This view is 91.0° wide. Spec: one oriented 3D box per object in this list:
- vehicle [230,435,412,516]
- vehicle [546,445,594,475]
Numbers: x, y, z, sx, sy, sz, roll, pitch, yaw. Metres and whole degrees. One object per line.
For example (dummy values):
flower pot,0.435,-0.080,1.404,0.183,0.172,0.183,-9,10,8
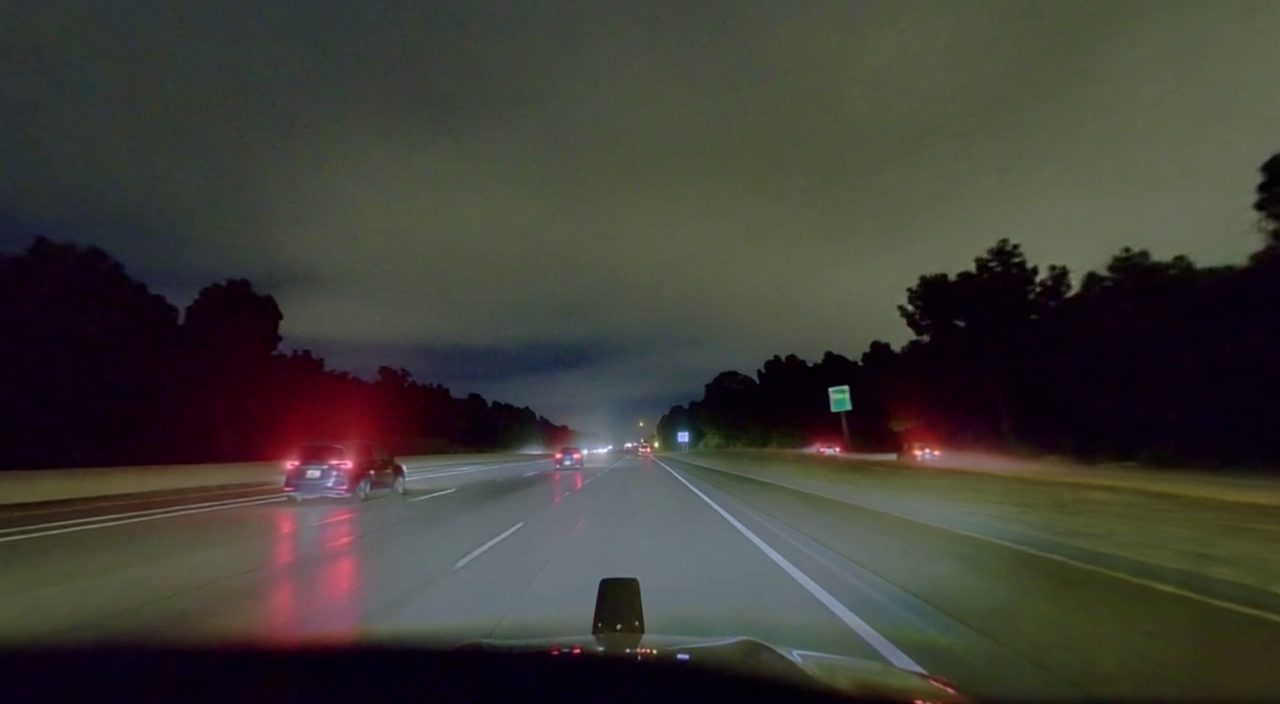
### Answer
vehicle,-7.167,2.805,14.771,2.007,1.616,4.141,0,-9,1
vehicle,-3.832,6.032,35.347,2.104,1.558,4.639,0,-9,1
